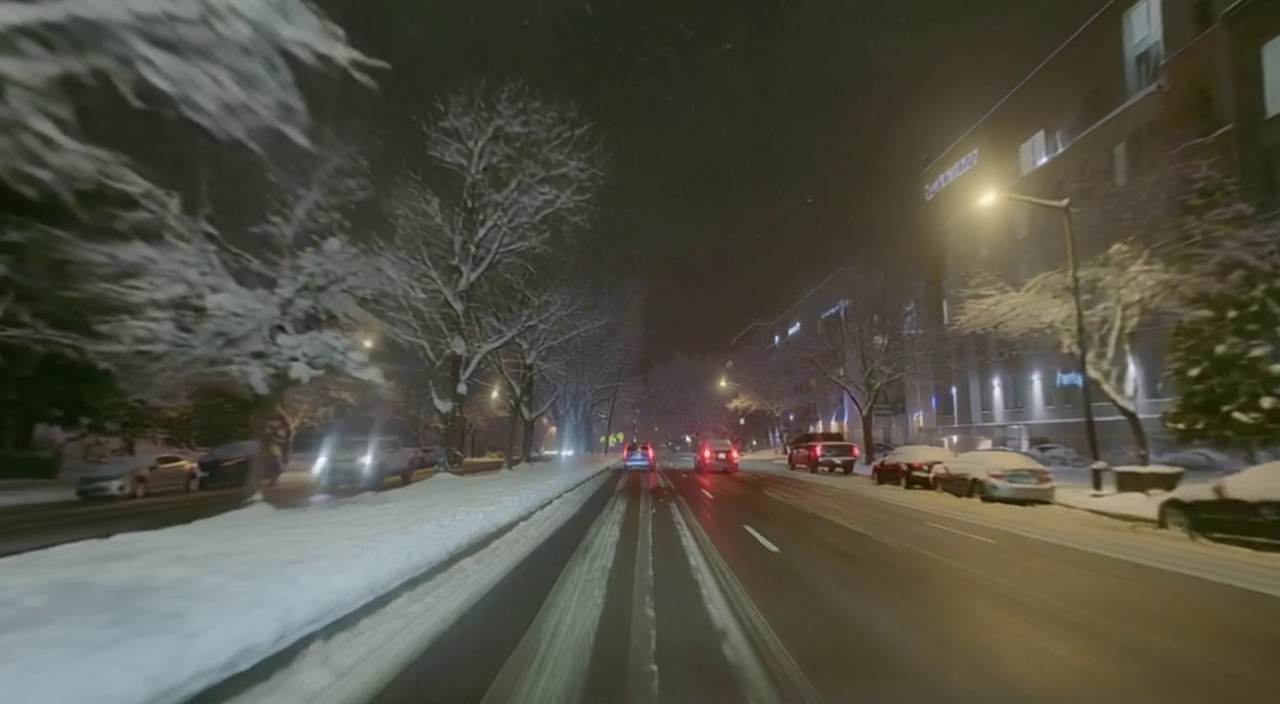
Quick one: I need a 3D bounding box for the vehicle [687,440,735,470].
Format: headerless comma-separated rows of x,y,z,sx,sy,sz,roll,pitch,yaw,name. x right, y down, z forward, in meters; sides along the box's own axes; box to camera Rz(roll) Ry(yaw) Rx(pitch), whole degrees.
3.747,5.542,34.117,1.993,1.477,4.240,0,-9,-1,vehicle

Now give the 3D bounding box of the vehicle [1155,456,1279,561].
10.177,2.240,8.870,1.944,1.454,4.647,0,-9,0,vehicle

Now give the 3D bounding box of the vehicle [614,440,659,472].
-0.173,5.101,31.116,2.101,1.444,4.248,0,-9,0,vehicle

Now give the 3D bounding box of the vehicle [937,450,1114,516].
10.266,3.476,17.378,1.898,1.502,4.788,0,-9,1,vehicle

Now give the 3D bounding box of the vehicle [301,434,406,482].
-12.551,4.688,28.092,2.331,1.910,4.823,-1,-9,1,vehicle

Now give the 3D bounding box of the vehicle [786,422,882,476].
10.594,5.438,35.431,3.082,2.655,7.381,0,-9,1,vehicle

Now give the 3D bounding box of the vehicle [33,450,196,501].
-19.014,4.449,23.203,2.180,1.608,4.443,0,-9,-1,vehicle

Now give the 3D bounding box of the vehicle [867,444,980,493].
10.588,4.354,24.031,2.129,1.645,4.625,0,-9,0,vehicle

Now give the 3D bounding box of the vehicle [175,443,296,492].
-19.131,5.454,30.288,2.240,2.112,5.268,0,-8,0,vehicle
